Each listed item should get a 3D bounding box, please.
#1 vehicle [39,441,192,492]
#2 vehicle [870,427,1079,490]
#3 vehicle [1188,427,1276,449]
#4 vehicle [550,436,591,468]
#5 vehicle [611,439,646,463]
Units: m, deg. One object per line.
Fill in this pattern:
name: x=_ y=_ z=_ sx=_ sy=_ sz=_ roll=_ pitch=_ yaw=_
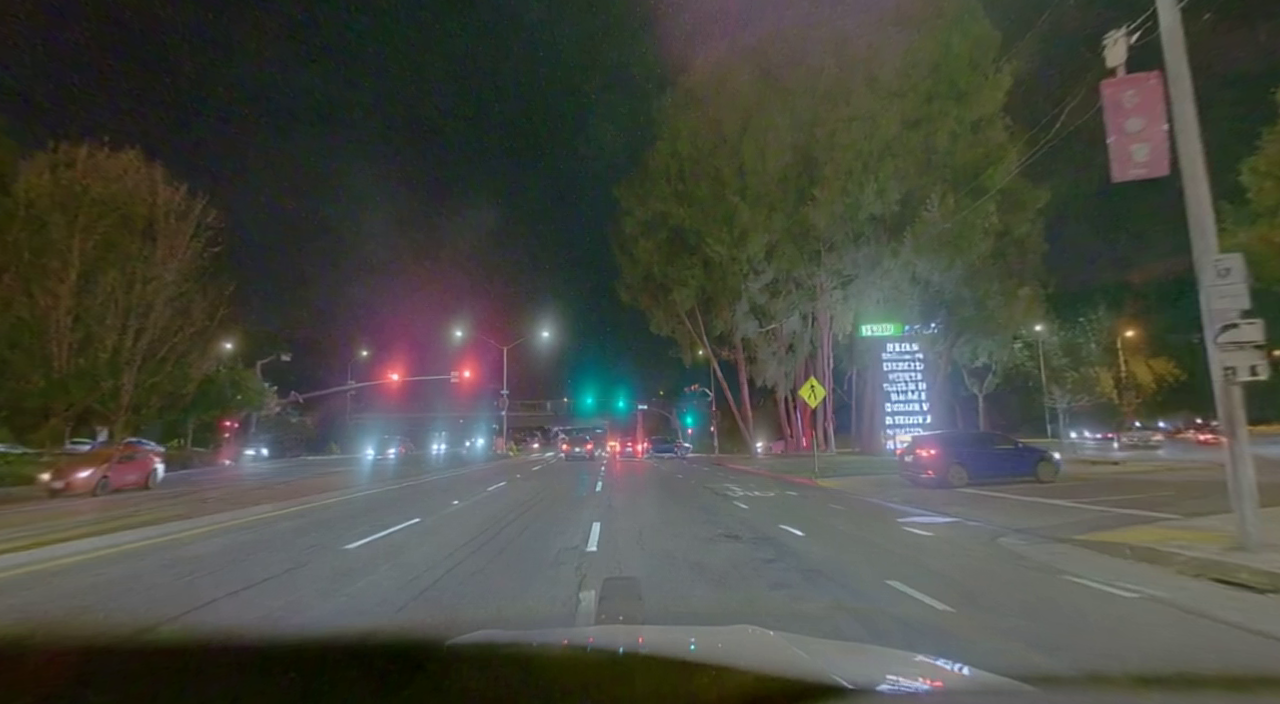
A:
vehicle: x=-21.111 y=4.594 z=25.811 sx=1.984 sy=1.855 sz=5.137 roll=0 pitch=-8 yaw=-2
vehicle: x=8.809 y=2.816 z=16.922 sx=4.487 sy=1.539 sz=1.947 roll=0 pitch=-8 yaw=-3
vehicle: x=44.076 y=6.438 z=47.092 sx=1.689 sy=1.495 sz=4.418 roll=6 pitch=-10 yaw=-35
vehicle: x=-3.706 y=5.451 z=34.636 sx=2.057 sy=1.610 sz=4.891 roll=0 pitch=-8 yaw=-4
vehicle: x=-0.818 y=6.550 z=42.028 sx=2.176 sy=1.489 sz=4.518 roll=0 pitch=-8 yaw=-2
